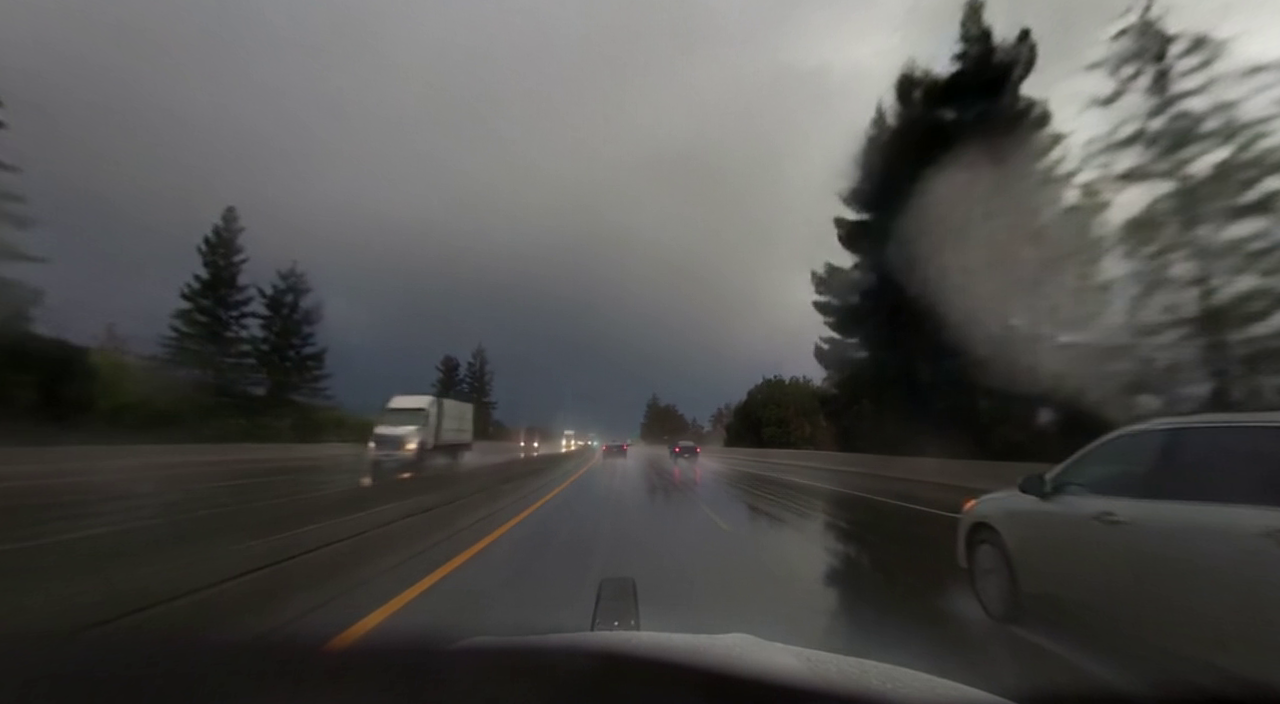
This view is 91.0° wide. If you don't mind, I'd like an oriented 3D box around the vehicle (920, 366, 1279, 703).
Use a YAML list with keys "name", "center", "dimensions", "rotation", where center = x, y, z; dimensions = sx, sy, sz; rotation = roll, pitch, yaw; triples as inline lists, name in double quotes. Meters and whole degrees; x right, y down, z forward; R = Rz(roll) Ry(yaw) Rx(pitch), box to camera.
- name: "vehicle"
  center: [3.379, 0.874, 2.602]
  dimensions: [2.055, 1.566, 5.046]
  rotation: [0, -8, -1]

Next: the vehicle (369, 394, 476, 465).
- name: "vehicle"
  center: [-12.420, 4.653, 37.039]
  dimensions: [3.188, 3.647, 8.856]
  rotation: [0, -8, -1]

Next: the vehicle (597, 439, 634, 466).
- name: "vehicle"
  center: [-1.563, 6.259, 39.433]
  dimensions: [2.178, 1.559, 4.254]
  rotation: [0, -8, -3]

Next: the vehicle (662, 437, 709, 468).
- name: "vehicle"
  center: [2.394, 5.431, 34.104]
  dimensions: [2.146, 1.546, 3.796]
  rotation: [0, -8, -1]
